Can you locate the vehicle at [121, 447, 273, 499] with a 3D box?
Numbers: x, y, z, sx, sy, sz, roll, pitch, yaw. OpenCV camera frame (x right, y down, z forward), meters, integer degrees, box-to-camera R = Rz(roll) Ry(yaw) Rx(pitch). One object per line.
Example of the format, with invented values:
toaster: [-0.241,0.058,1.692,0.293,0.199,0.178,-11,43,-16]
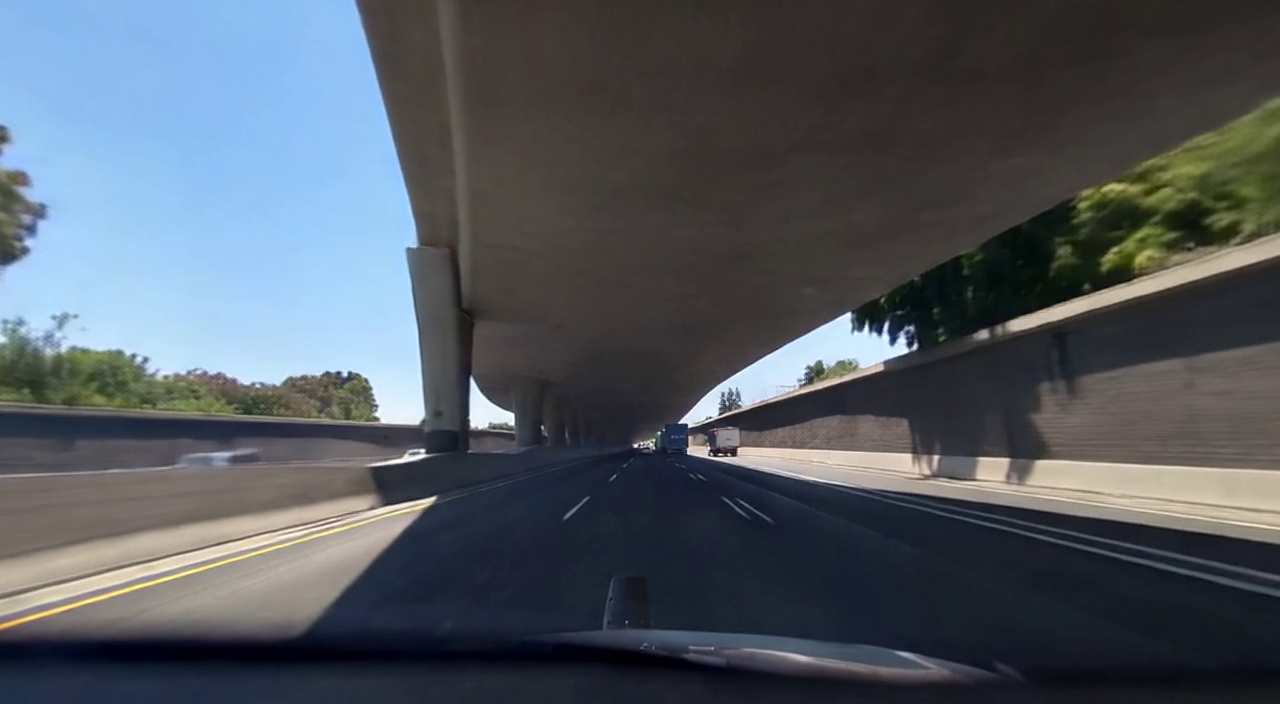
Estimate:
vehicle: [-15.193,4.124,21.943,1.905,1.556,4.576,0,-8,1]
